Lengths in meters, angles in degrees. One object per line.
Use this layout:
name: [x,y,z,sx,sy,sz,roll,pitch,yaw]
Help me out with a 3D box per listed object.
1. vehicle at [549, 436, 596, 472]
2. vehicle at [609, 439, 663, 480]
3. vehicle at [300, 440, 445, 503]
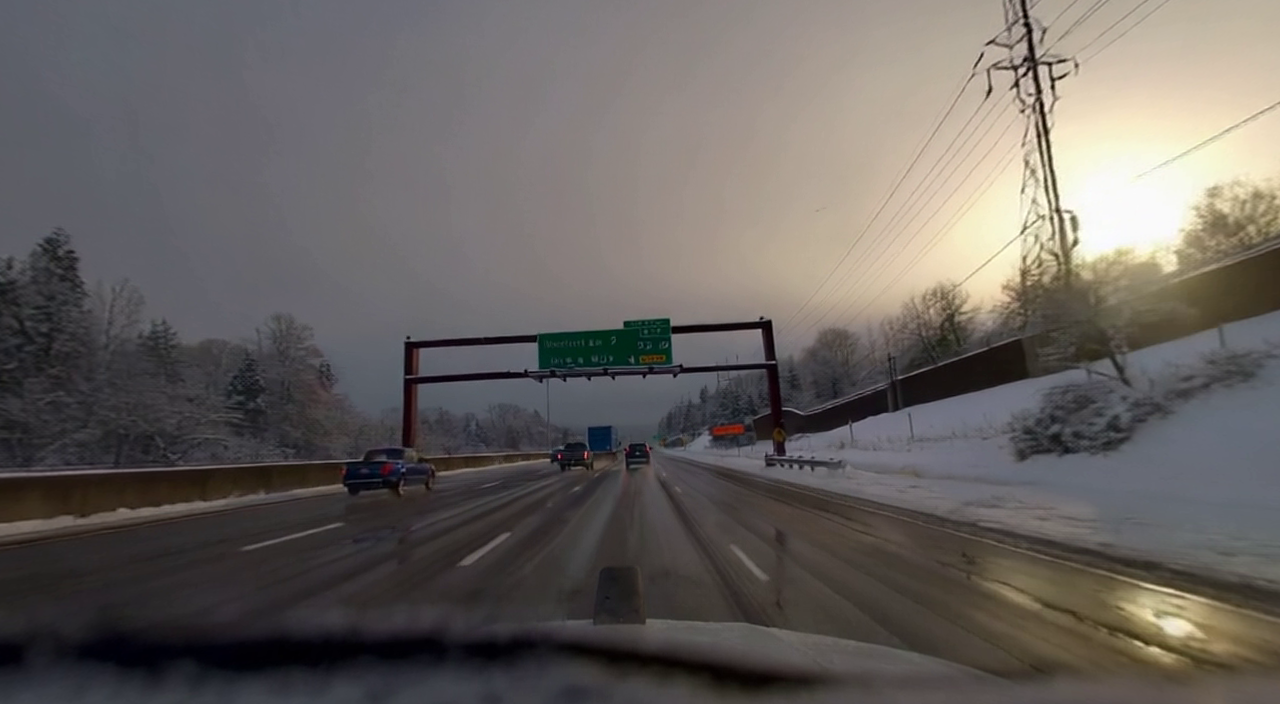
vehicle: [-3.735,5.746,35.603,2.109,1.840,4.614,0,-9,1]
vehicle: [-0.148,4.638,27.361,2.178,1.640,4.071,0,-9,0]
vehicle: [-7.268,3.285,17.749,2.025,1.510,4.582,0,-9,1]
